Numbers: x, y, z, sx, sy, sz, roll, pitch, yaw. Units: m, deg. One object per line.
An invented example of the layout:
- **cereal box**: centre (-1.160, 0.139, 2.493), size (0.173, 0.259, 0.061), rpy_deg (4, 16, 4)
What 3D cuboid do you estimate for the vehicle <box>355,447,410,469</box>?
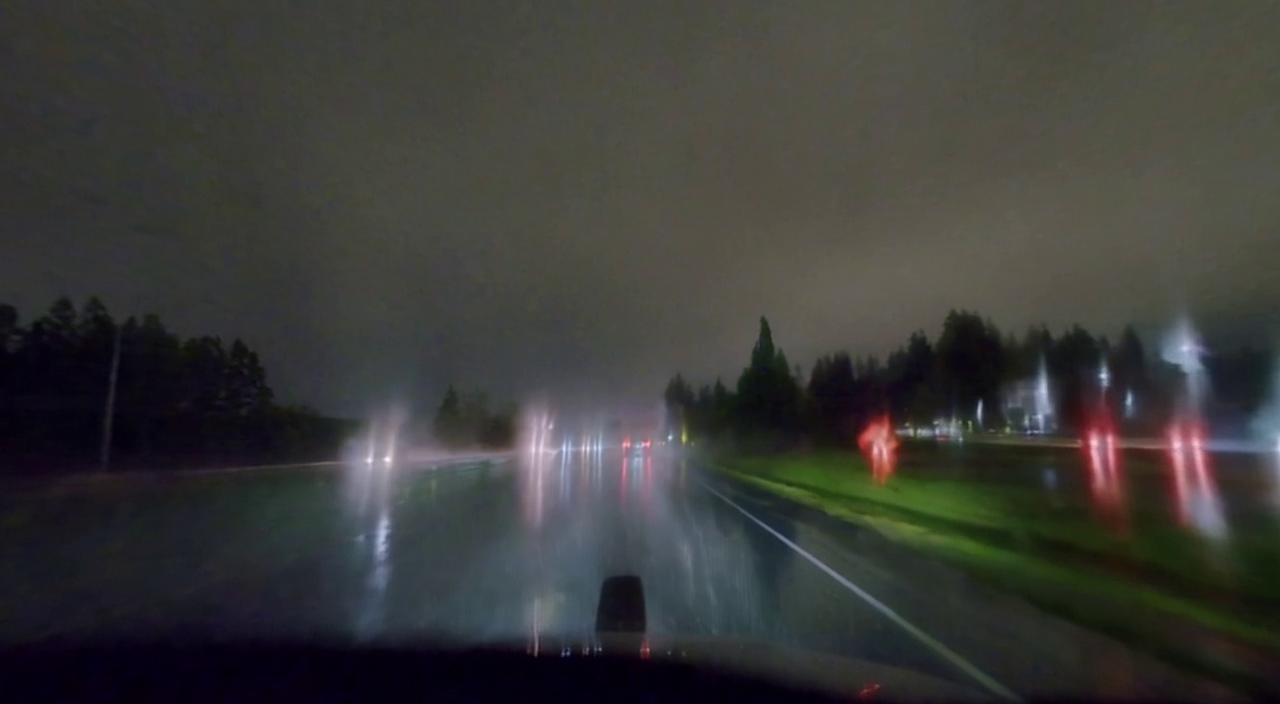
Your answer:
- **vehicle**: centre (-19.127, 7.900, 46.986), size (1.960, 1.519, 4.654), rpy_deg (0, -9, 2)
